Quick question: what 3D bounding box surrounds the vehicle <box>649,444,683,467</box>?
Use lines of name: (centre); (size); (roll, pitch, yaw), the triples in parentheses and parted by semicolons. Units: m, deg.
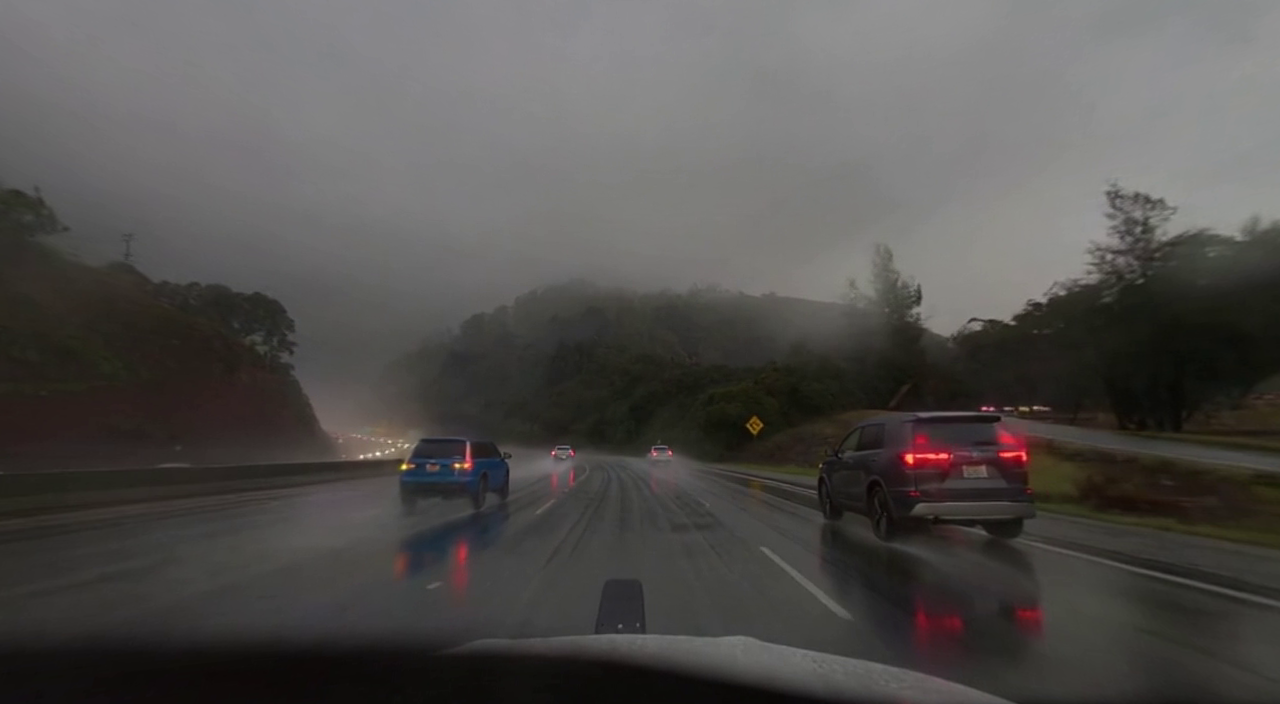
vehicle: (1.976, 8.069, 49.398); (2.075, 1.694, 4.086); (1, -9, -5)

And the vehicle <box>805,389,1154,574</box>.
vehicle: (4.186, 1.711, 9.061); (2.103, 1.903, 4.837); (0, -9, -3)

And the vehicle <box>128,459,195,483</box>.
vehicle: (-37.524, 9.317, 49.680); (1.928, 1.696, 4.466); (1, -9, -4)

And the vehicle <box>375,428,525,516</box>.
vehicle: (-4.270, 2.788, 15.153); (2.213, 1.766, 4.598); (0, -9, -1)
